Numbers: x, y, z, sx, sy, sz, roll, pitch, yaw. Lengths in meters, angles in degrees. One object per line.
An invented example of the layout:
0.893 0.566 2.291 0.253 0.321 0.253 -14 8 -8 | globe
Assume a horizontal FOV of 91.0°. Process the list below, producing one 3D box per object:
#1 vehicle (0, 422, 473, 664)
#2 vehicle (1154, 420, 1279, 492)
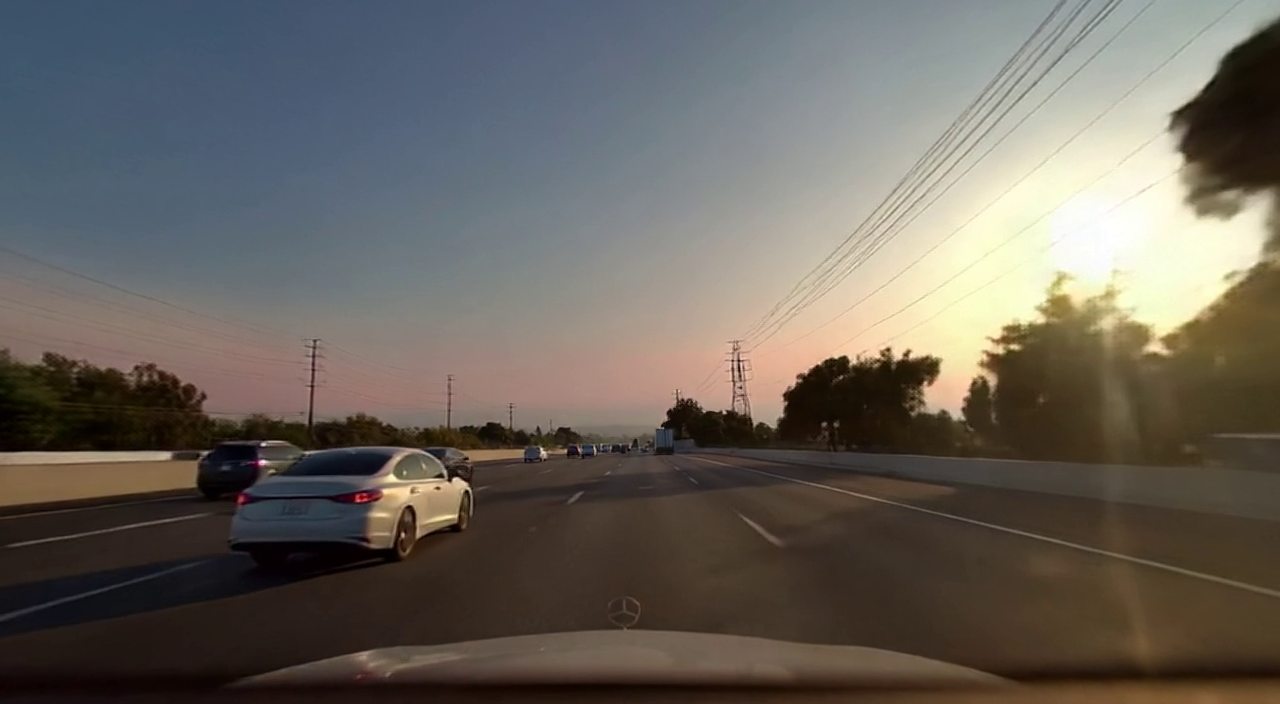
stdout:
-3.503 1.610 6.592 2.045 1.532 4.954 0 -9 1 | vehicle
18.576 2.983 18.091 2.272 1.938 5.988 0 -9 -3 | vehicle
